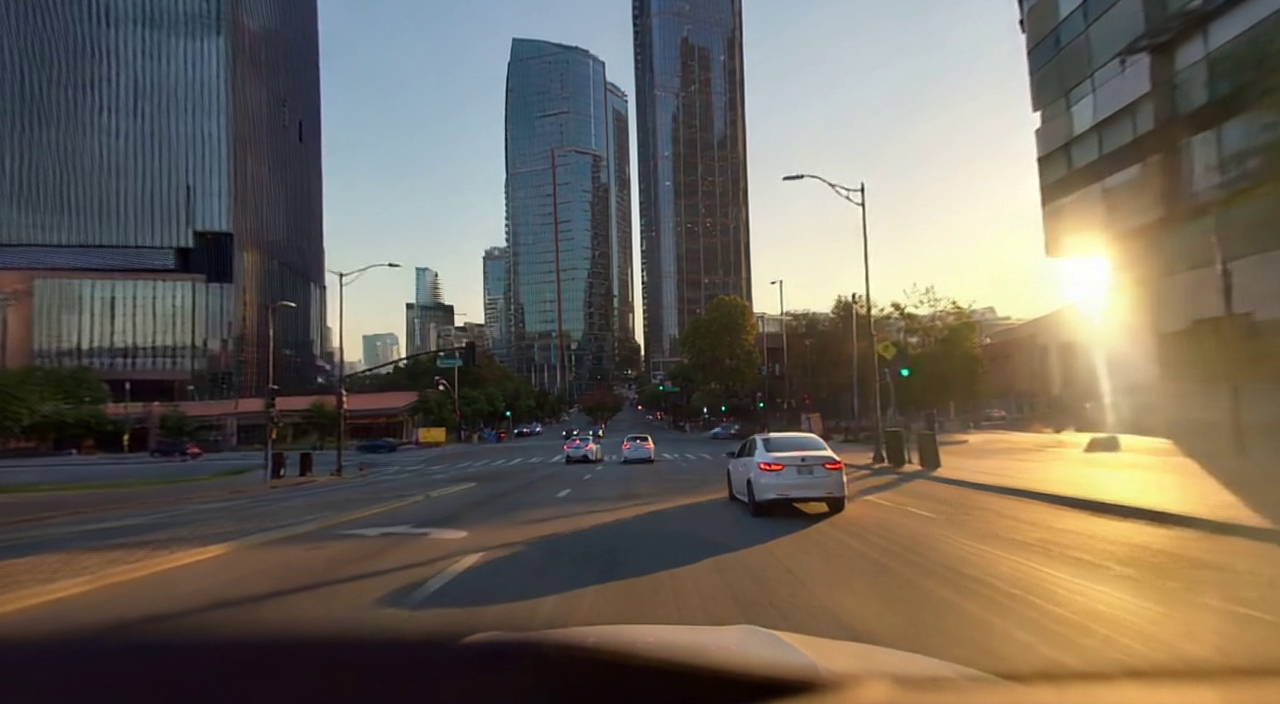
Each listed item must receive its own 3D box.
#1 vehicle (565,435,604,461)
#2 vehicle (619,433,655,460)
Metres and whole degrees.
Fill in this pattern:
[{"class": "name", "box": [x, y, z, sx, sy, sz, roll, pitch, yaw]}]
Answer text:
[{"class": "vehicle", "box": [-3.374, 5.890, 38.922, 1.995, 1.479, 4.627, 0, -8, 0]}, {"class": "vehicle", "box": [-0.169, 5.653, 37.880, 2.016, 1.478, 3.795, 0, -8, 0]}]
